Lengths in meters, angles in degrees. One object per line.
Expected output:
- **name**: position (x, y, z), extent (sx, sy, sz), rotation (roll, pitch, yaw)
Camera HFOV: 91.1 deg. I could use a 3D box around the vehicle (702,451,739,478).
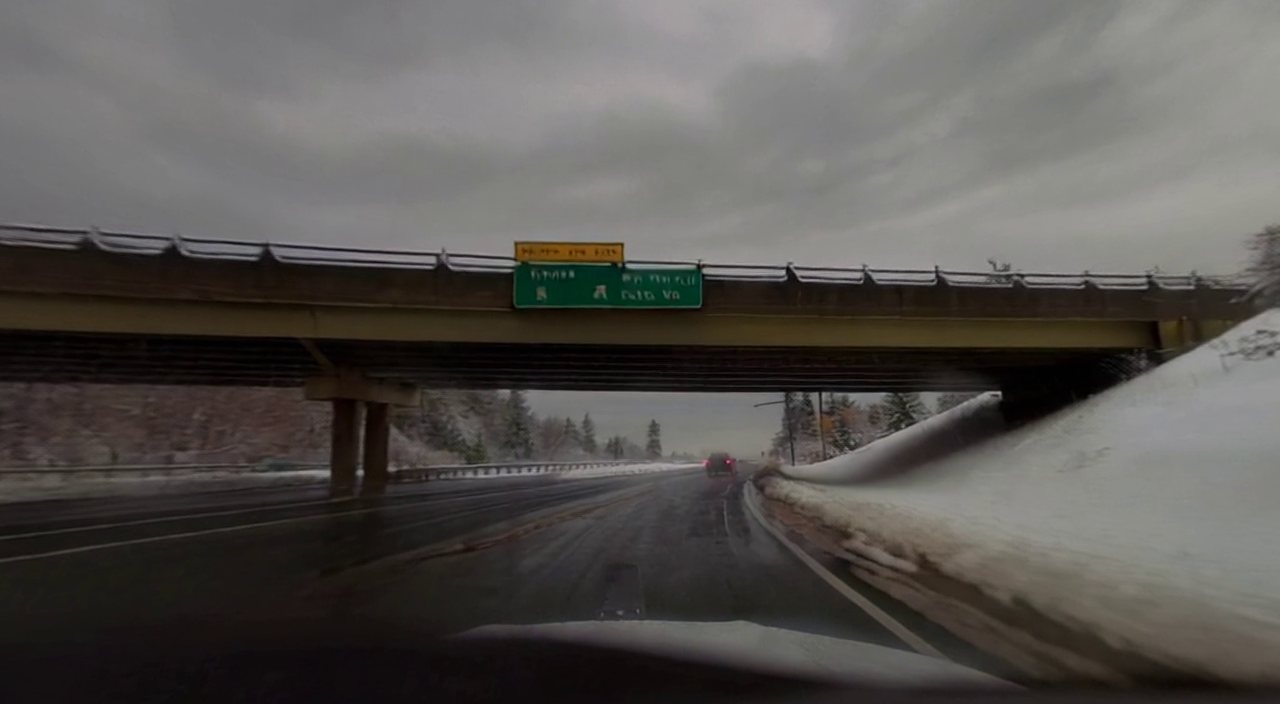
- **vehicle**: position (4.707, 6.486, 36.433), extent (1.980, 1.449, 3.650), rotation (-2, -9, 9)
